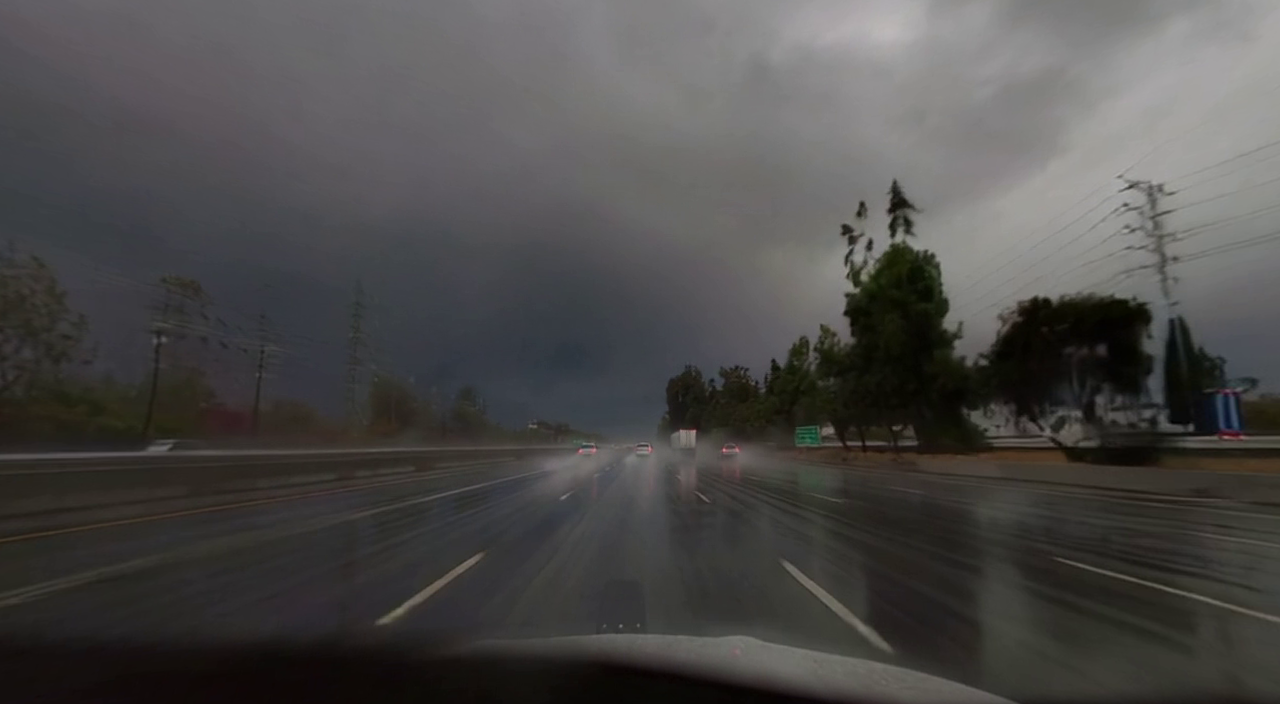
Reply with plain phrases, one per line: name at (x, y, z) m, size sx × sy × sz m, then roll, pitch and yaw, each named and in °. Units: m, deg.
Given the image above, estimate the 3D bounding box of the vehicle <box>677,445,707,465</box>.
vehicle at (3.989, 8.011, 49.077) m, size 2.076 × 1.506 × 4.050 m, roll 0°, pitch -9°, yaw 1°
